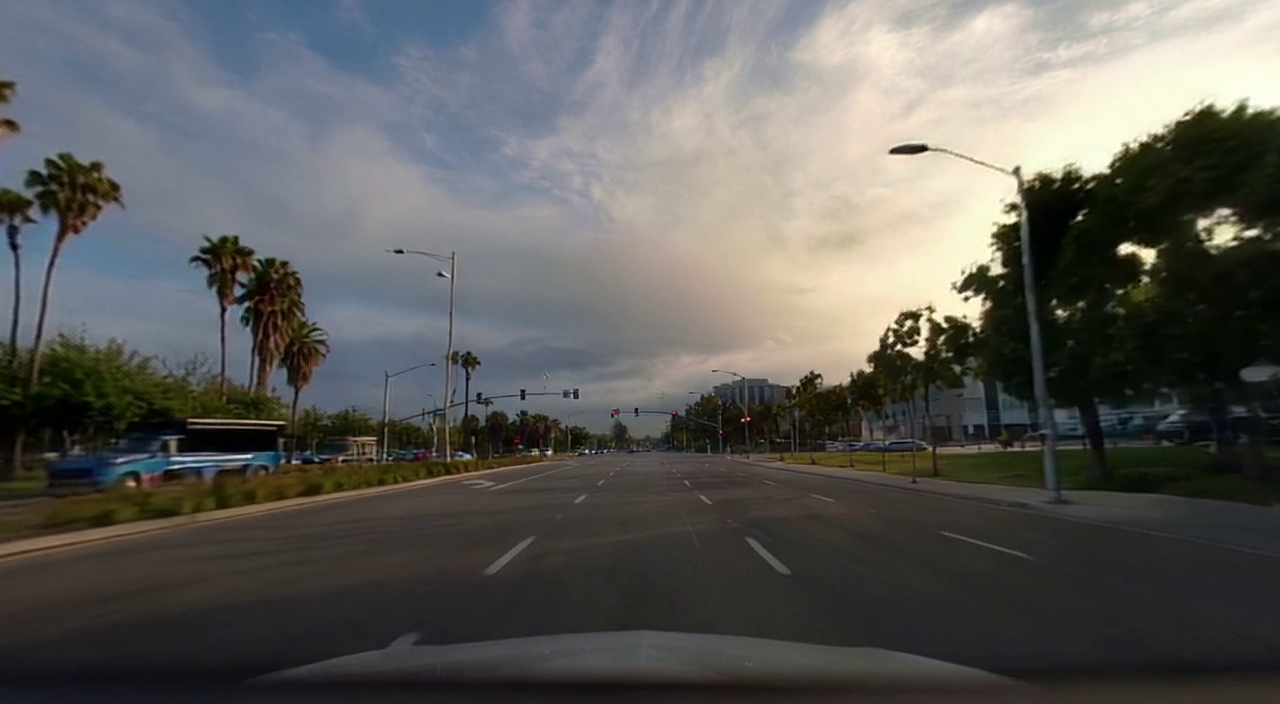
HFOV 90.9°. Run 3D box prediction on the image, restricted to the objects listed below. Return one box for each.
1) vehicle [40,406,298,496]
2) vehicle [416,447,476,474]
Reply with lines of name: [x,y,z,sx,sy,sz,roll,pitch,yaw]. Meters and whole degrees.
vehicle: [-21.423,4.707,30.432,3.013,3.417,12.442,0,-8,-1]
vehicle: [-11.497,6.446,37.718,1.968,1.486,4.707,0,-8,2]
